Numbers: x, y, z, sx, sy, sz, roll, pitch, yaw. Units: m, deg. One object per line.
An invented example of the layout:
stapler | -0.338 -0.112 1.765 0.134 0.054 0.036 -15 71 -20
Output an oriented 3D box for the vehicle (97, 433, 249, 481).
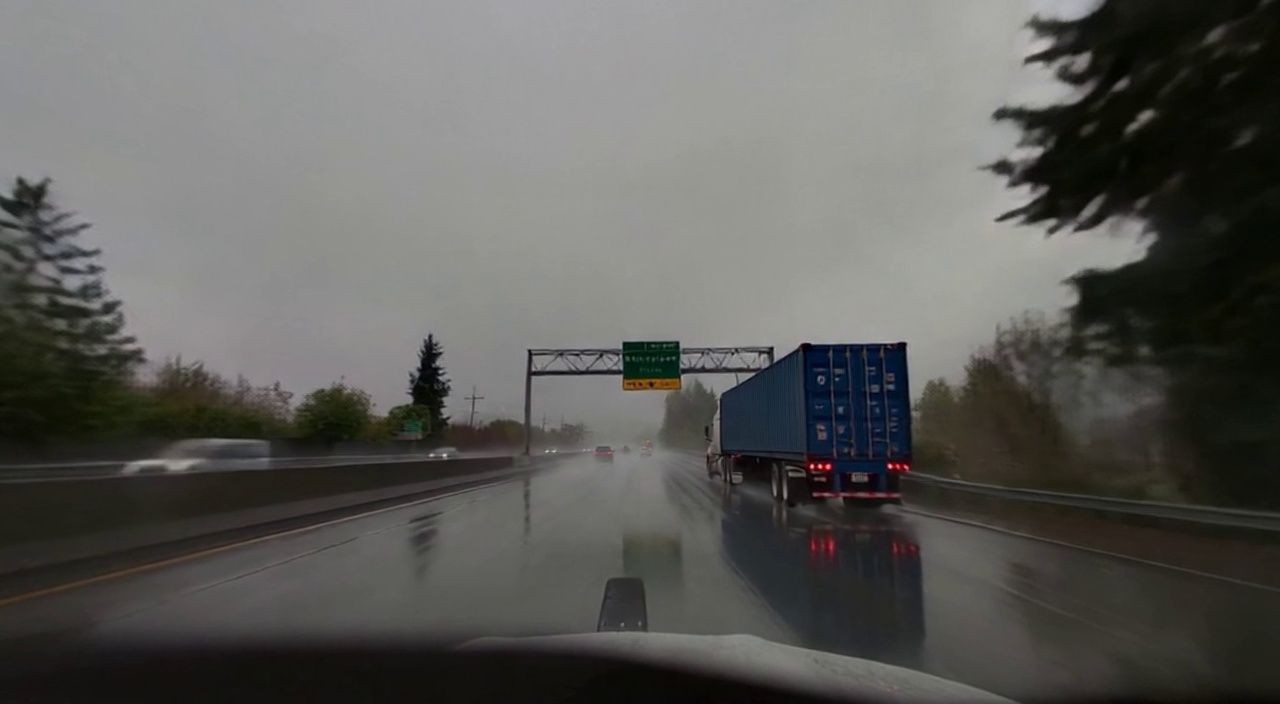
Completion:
vehicle | -15.959 3.630 21.883 2.043 1.464 4.183 -1 -9 0

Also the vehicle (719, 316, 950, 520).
vehicle | 4.600 2.253 18.869 2.821 4.046 12.876 0 -9 0
